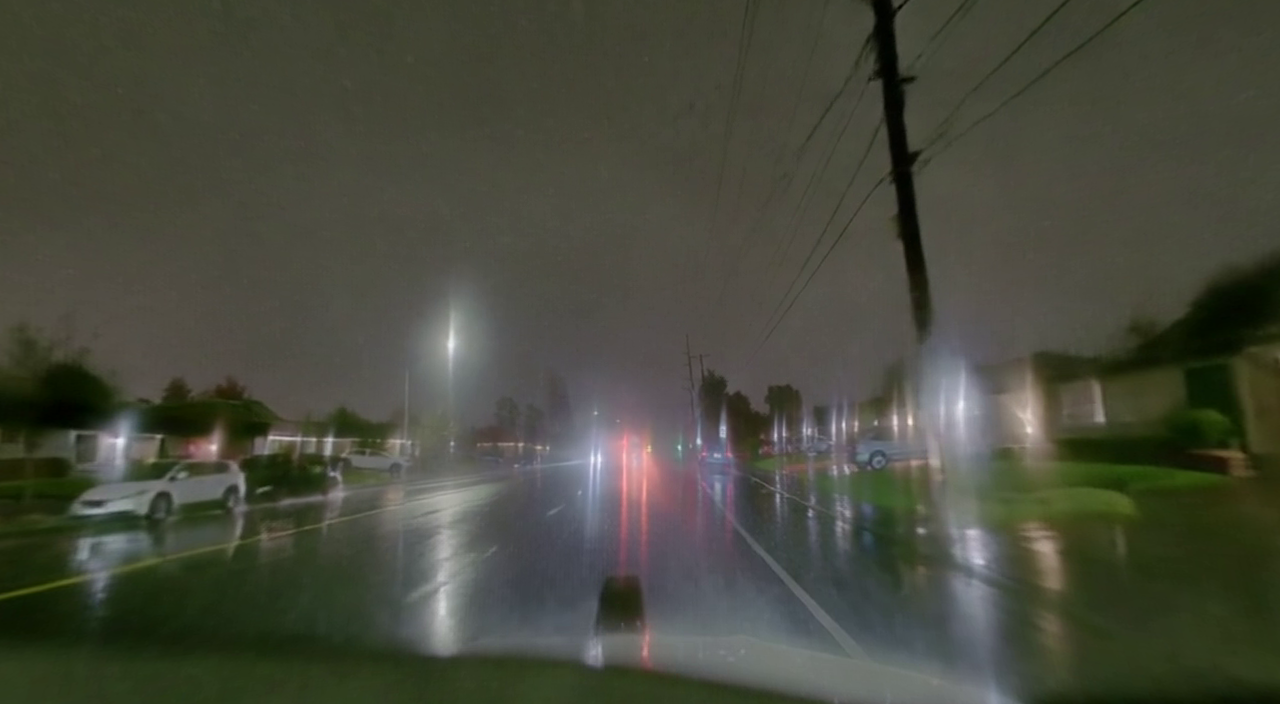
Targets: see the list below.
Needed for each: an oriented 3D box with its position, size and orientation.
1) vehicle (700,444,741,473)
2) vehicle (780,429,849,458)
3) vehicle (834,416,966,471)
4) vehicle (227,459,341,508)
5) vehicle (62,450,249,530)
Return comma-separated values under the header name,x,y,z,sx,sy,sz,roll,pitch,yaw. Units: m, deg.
name,x,y,z,sx,sy,sz,roll,pitch,yaw
vehicle,4.445,5.915,35.367,2.016,1.477,4.207,-1,-8,4
vehicle,12.866,6.747,46.609,4.591,1.867,2.057,2,-11,-28
vehicle,10.715,3.795,26.274,4.463,1.765,1.960,-5,-8,-3
vehicle,-13.684,5.051,24.611,1.695,1.423,4.371,-9,-9,3
vehicle,-14.213,3.995,18.937,2.009,1.789,4.449,-7,-9,2
